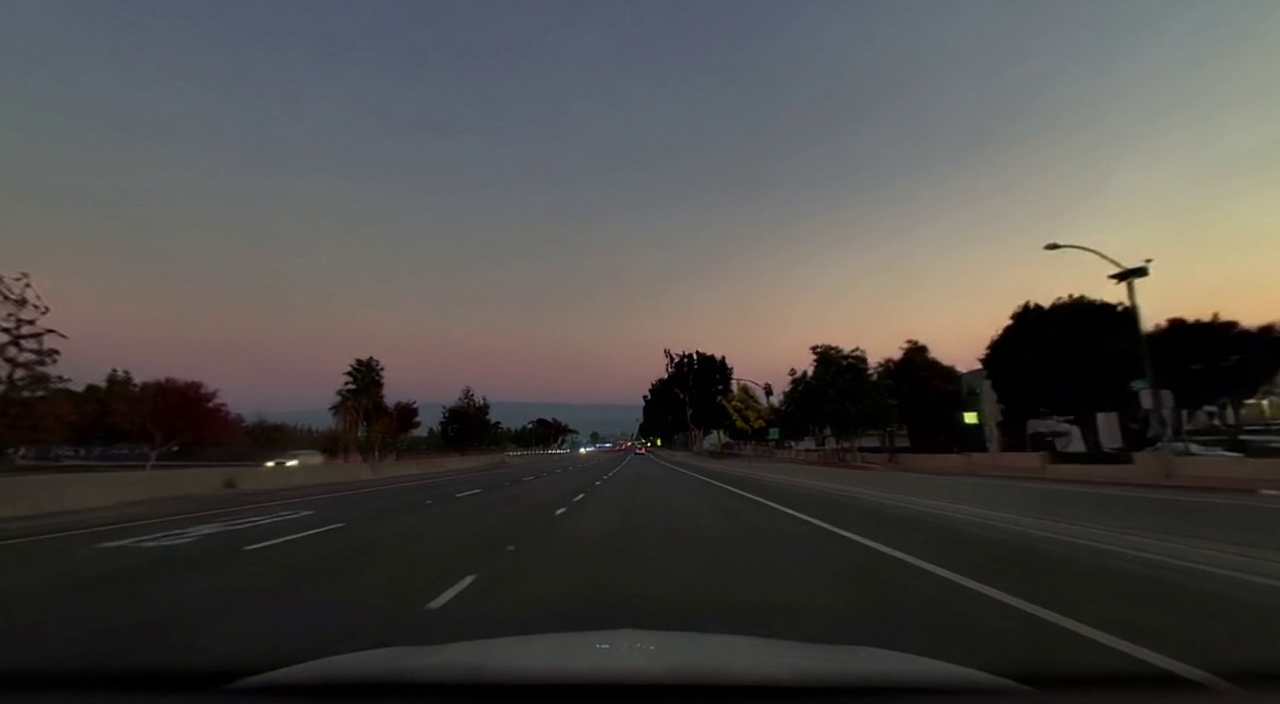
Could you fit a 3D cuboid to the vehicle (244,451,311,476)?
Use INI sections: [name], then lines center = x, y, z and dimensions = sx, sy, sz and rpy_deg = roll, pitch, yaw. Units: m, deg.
[vehicle]
center = -24.949, 7.662, 43.532
dimensions = 1.918, 1.596, 4.471
rpy_deg = 0, -9, 2
